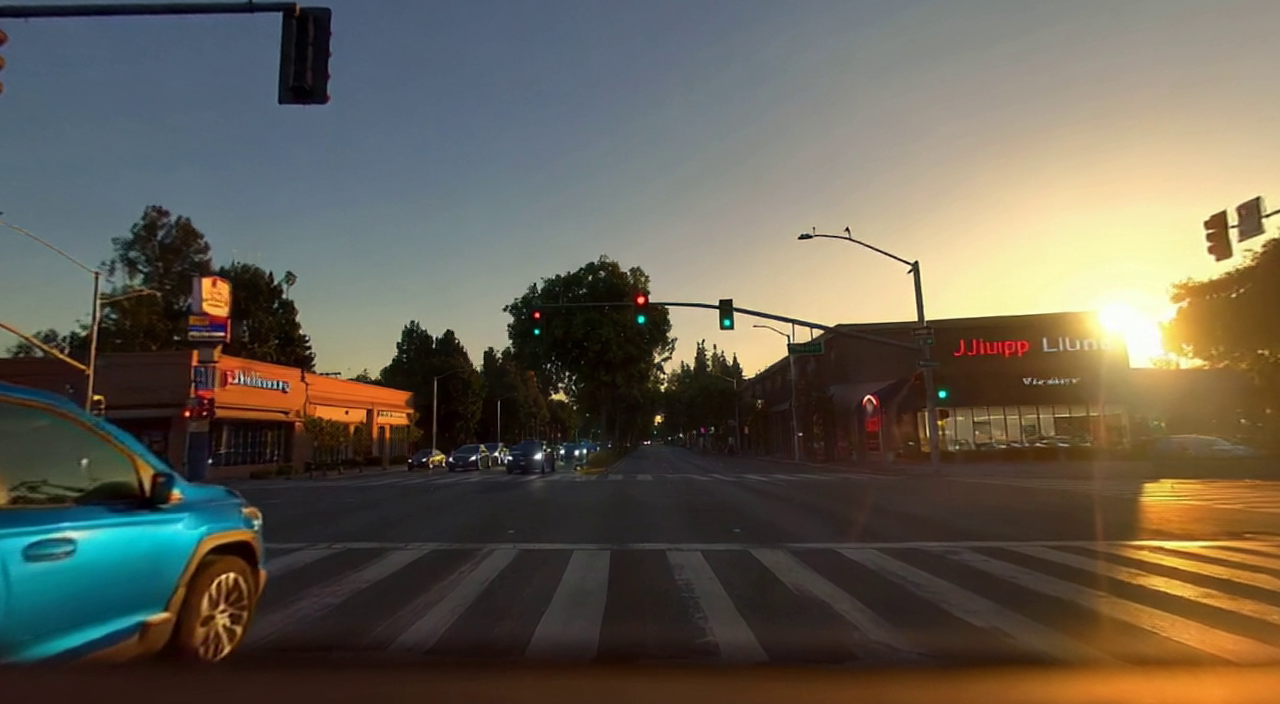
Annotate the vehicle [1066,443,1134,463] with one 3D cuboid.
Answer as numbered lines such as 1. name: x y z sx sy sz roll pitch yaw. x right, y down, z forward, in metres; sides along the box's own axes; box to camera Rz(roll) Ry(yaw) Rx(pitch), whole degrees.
1. vehicle: 34.551 7.606 47.498 3.740 1.433 1.646 0 -8 -1

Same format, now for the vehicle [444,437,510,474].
1. vehicle: -8.419 5.393 33.172 2.273 1.791 4.809 0 -8 -1

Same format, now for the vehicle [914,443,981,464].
1. vehicle: 23.918 7.896 49.222 4.135 1.417 1.851 -2 -9 2

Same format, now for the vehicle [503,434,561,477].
1. vehicle: -4.925 4.774 29.493 2.384 1.787 5.038 1 -8 -6

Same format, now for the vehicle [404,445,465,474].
1. vehicle: -11.322 5.927 35.143 2.003 1.476 4.082 0 -8 1

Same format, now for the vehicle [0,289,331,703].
1. vehicle: -3.511 0.747 2.454 2.313 1.883 5.016 0 -8 -4
